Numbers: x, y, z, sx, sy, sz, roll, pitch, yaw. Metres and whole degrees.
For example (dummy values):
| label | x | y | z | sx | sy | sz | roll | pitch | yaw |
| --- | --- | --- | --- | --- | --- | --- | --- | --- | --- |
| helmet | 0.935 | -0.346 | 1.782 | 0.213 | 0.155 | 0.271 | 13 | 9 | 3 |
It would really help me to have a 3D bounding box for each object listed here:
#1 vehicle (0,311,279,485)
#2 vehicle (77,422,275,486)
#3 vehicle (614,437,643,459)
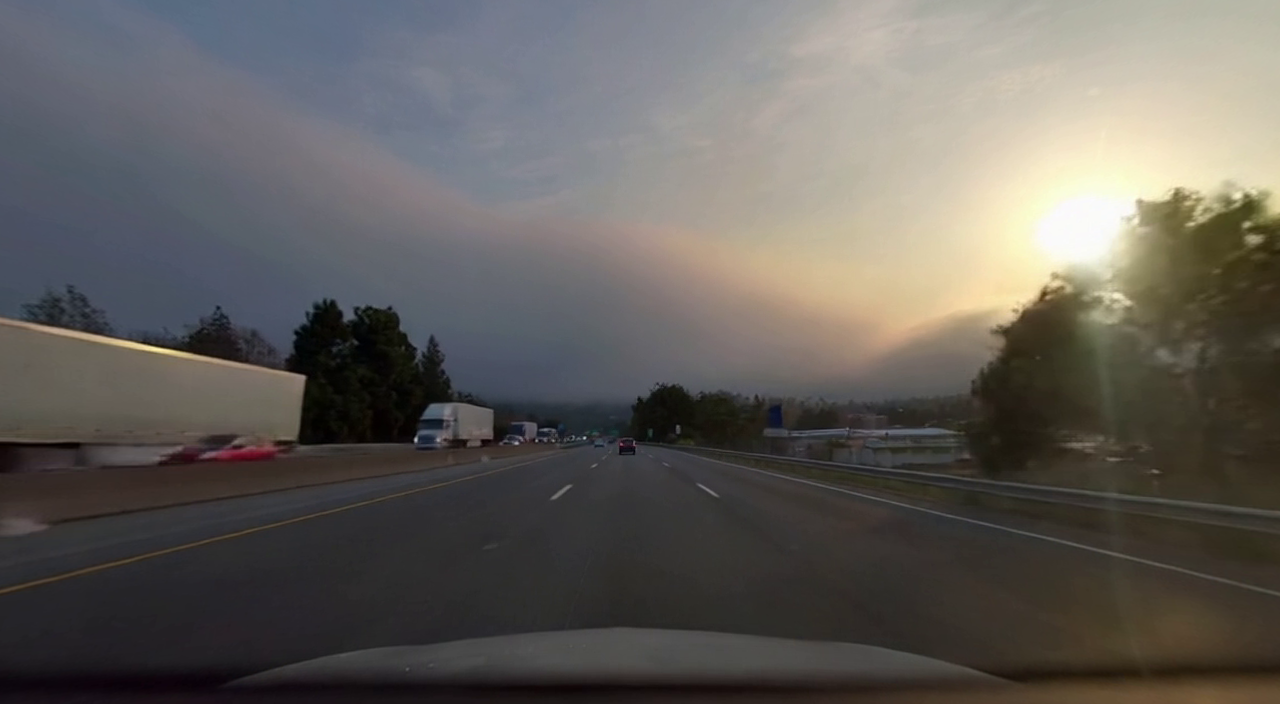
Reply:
| label | x | y | z | sx | sy | sz | roll | pitch | yaw |
| --- | --- | --- | --- | --- | --- | --- | --- | --- | --- |
| vehicle | -16.744 | 1.792 | 19.699 | 3.003 | 4.074 | 13.799 | 0 | -8 | -1 |
| vehicle | -12.664 | 2.821 | 17.701 | 2.006 | 1.512 | 4.784 | 0 | -8 | -2 |
| vehicle | -0.921 | 7.177 | 47.148 | 2.099 | 1.504 | 3.843 | 0 | -8 | -2 |
